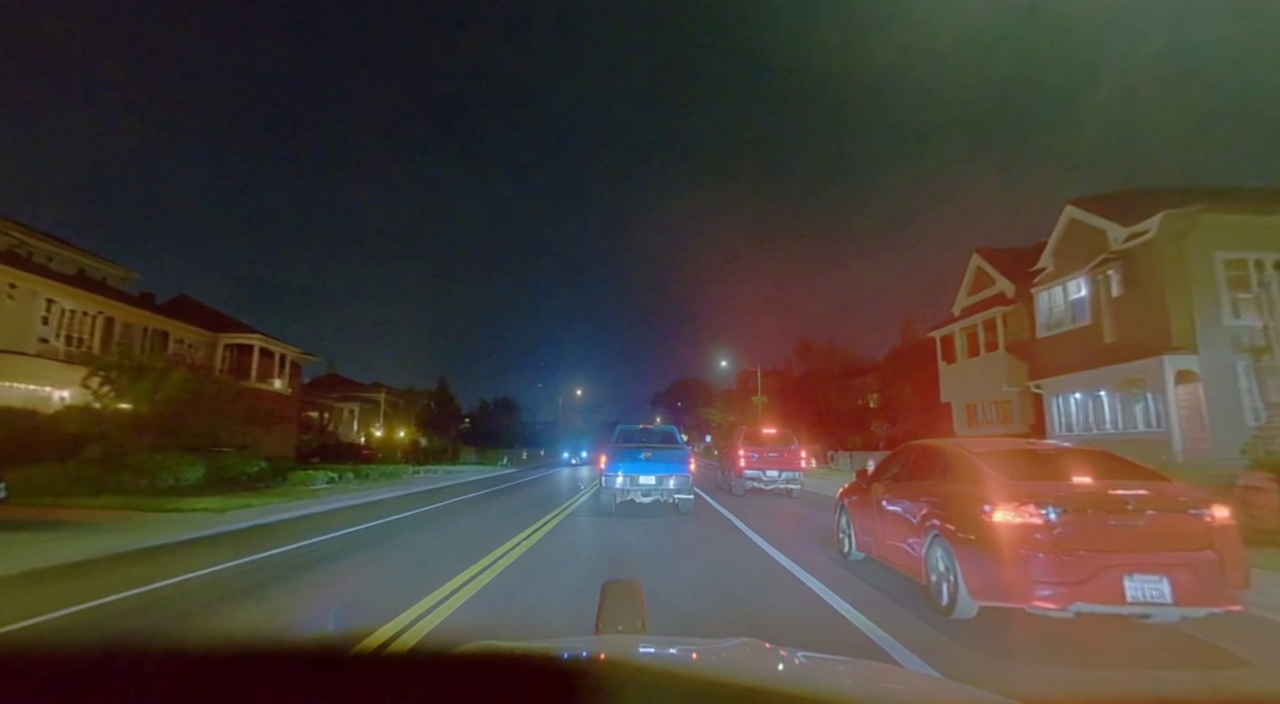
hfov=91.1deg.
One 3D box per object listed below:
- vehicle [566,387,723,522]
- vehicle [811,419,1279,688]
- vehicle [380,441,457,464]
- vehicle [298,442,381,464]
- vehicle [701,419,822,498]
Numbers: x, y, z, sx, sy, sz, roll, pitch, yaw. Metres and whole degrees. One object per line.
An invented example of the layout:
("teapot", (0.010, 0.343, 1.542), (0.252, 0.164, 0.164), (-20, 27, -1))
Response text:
("vehicle", (0.134, 2.270, 14.262), (2.751, 2.361, 6.347), (0, -9, 1))
("vehicle", (3.221, 1.469, 5.846), (2.010, 1.499, 4.481), (0, -8, 0))
("vehicle", (-14.953, 6.829, 42.609), (4.490, 1.500, 1.875), (0, -8, -1))
("vehicle", (-20.219, 6.790, 42.314), (4.706, 1.468, 1.817), (-1, -8, 3))
("vehicle", (3.355, 3.127, 18.802), (2.486, 1.993, 5.667), (0, -8, 0))
